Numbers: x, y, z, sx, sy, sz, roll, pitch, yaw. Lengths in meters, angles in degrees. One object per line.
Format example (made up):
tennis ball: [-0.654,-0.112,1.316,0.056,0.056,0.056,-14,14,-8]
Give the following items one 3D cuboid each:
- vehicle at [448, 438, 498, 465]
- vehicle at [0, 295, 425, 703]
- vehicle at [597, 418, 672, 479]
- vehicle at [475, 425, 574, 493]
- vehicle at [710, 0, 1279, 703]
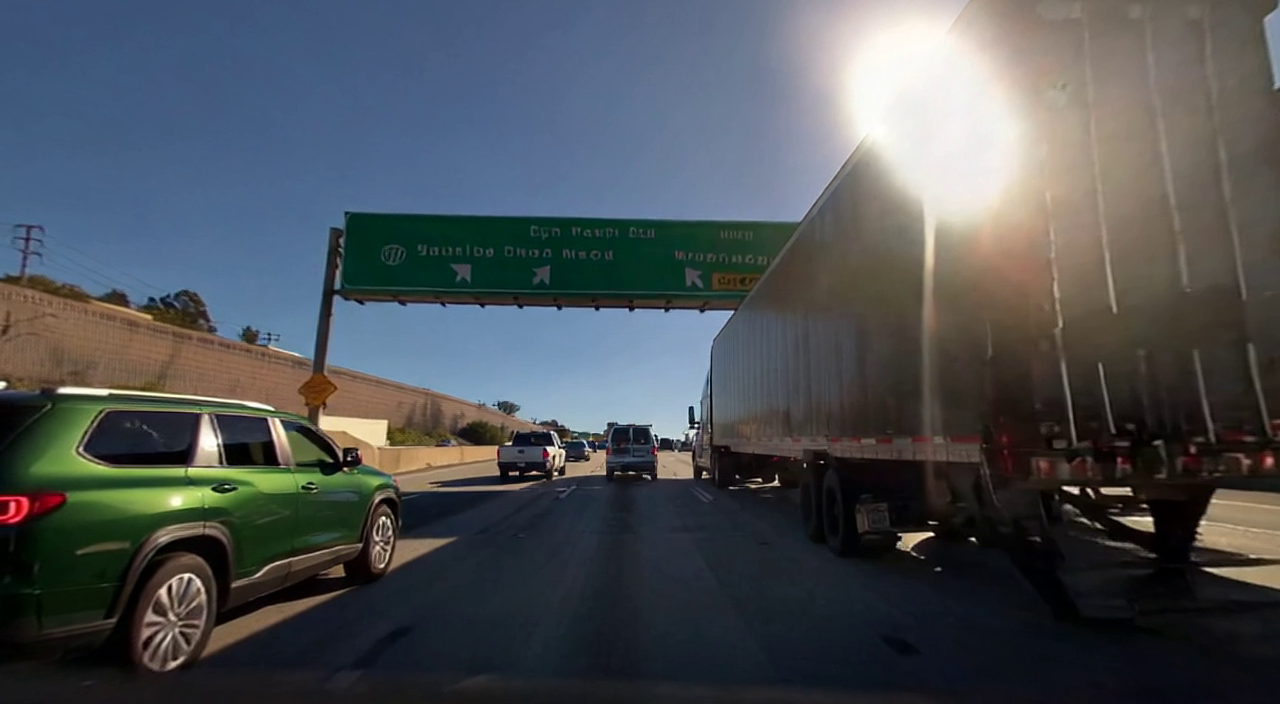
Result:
vehicle: [-11.256,6.720,42.713,1.955,1.688,4.793,0,-8,1]
vehicle: [-3.304,0.982,3.936,2.193,1.803,4.958,0,-8,-1]
vehicle: [-0.220,3.949,25.971,2.704,2.216,5.804,0,-8,0]
vehicle: [-3.356,3.213,19.250,2.120,1.812,4.659,0,-8,0]
vehicle: [3.492,0.760,10.130,2.852,4.121,16.210,0,-8,0]
